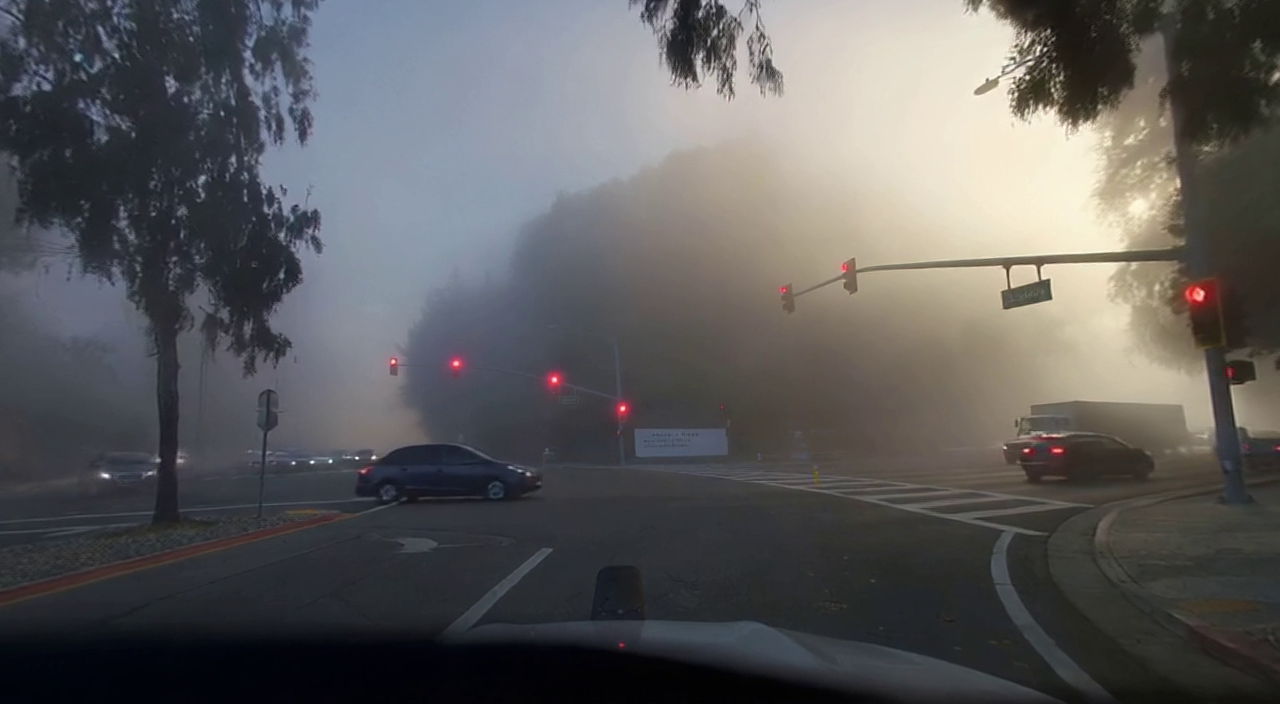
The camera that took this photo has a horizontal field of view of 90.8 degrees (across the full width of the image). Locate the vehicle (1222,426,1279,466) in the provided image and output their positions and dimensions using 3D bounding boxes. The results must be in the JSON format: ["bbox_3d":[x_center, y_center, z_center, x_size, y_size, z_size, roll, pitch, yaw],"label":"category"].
[{"bbox_3d":[29.933,4.459,30.039,4.619,1.759,2.101,5,-10,-34],"label":"vehicle"}]

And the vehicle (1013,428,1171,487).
[{"bbox_3d":[13.767,3.177,19.234,4.281,1.621,1.903,4,-9,-25],"label":"vehicle"}]

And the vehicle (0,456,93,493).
[{"bbox_3d":[-31.196,6.263,32.629,2.142,1.723,4.692,1,-9,-9],"label":"vehicle"}]

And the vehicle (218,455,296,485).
[{"bbox_3d":[-20.724,6.378,34.425,1.999,1.468,4.702,1,-9,-10],"label":"vehicle"}]

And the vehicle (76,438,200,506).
[{"bbox_3d":[-16.771,3.954,21.504,2.358,1.937,5.896,5,-10,-30],"label":"vehicle"}]

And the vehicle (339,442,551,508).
[{"bbox_3d":[-4.813,3.023,15.814,4.728,1.471,1.957,-3,-9,15],"label":"vehicle"}]
